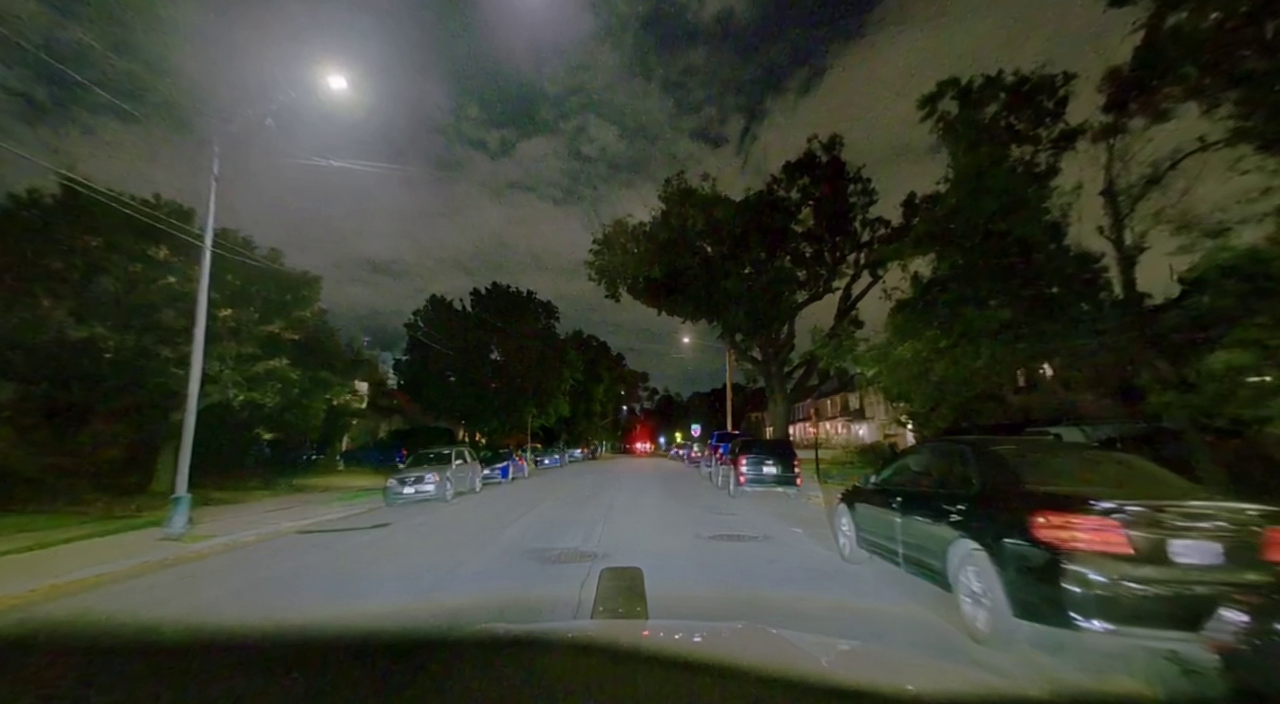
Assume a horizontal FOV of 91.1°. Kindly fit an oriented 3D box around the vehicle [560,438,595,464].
[{"bbox_3d":[-4.818,7.721,49.099,2.162,1.857,4.758,2,-8,0],"label":"vehicle"}]

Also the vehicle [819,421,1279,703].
[{"bbox_3d":[3.167,1.445,5.556,1.877,1.496,4.428,0,-8,0],"label":"vehicle"}]

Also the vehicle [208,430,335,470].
[{"bbox_3d":[-17.536,4.690,30.034,4.731,1.817,2.025,0,-8,0],"label":"vehicle"}]

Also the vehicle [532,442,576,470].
[{"bbox_3d":[-5.267,6.423,39.048,1.872,1.515,4.535,1,-8,2],"label":"vehicle"}]

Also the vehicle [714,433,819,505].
[{"bbox_3d":[3.164,3.017,16.719,1.914,1.631,4.558,0,-8,1],"label":"vehicle"}]

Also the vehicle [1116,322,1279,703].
[{"bbox_3d":[3.065,0.530,0.309,2.005,1.745,4.624,0,-8,0],"label":"vehicle"}]

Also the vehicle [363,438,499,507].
[{"bbox_3d":[-5.444,3.183,17.136,1.899,1.538,4.611,2,-8,3],"label":"vehicle"}]
